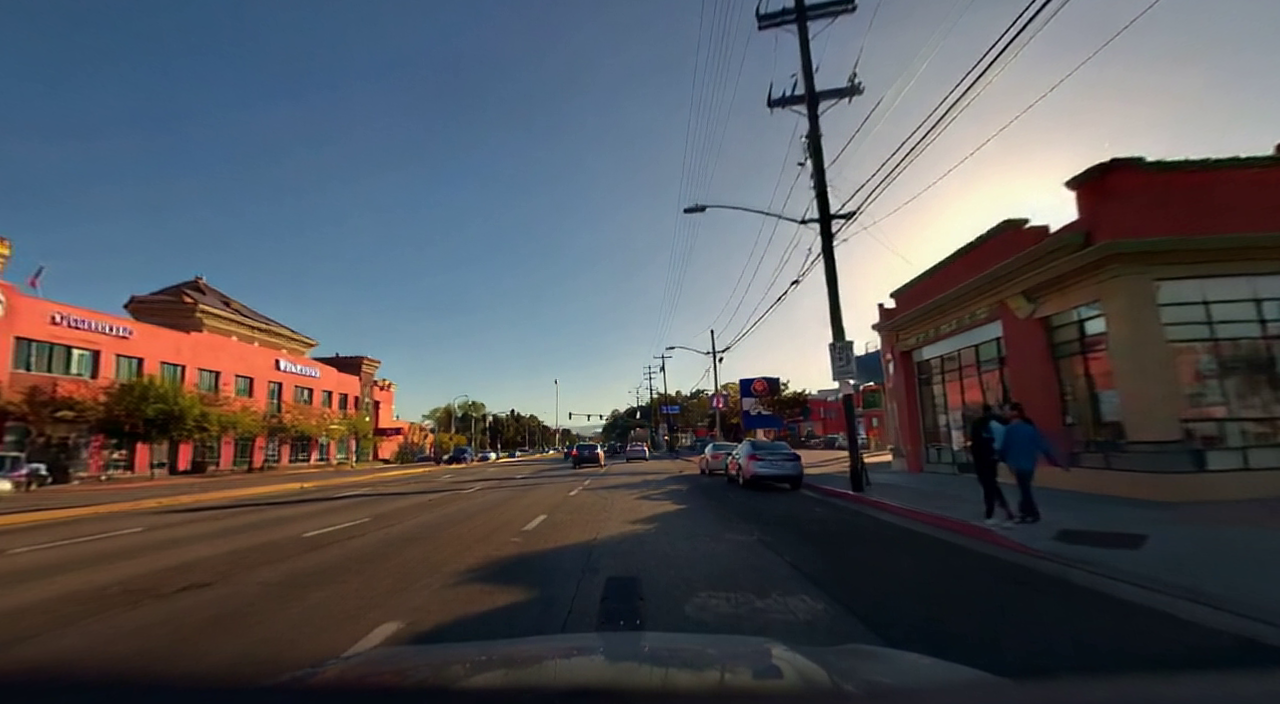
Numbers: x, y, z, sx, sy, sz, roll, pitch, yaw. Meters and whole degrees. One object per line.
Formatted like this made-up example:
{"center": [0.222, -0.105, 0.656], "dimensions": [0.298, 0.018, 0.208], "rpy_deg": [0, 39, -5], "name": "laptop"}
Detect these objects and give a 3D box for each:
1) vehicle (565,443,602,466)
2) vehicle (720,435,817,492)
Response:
{"center": [-3.983, 7.322, 45.281], "dimensions": [2.179, 1.490, 4.742], "rpy_deg": [0, -9, 0], "name": "vehicle"}
{"center": [3.749, 3.371, 19.384], "dimensions": [1.922, 1.507, 4.824], "rpy_deg": [0, -9, -1], "name": "vehicle"}
